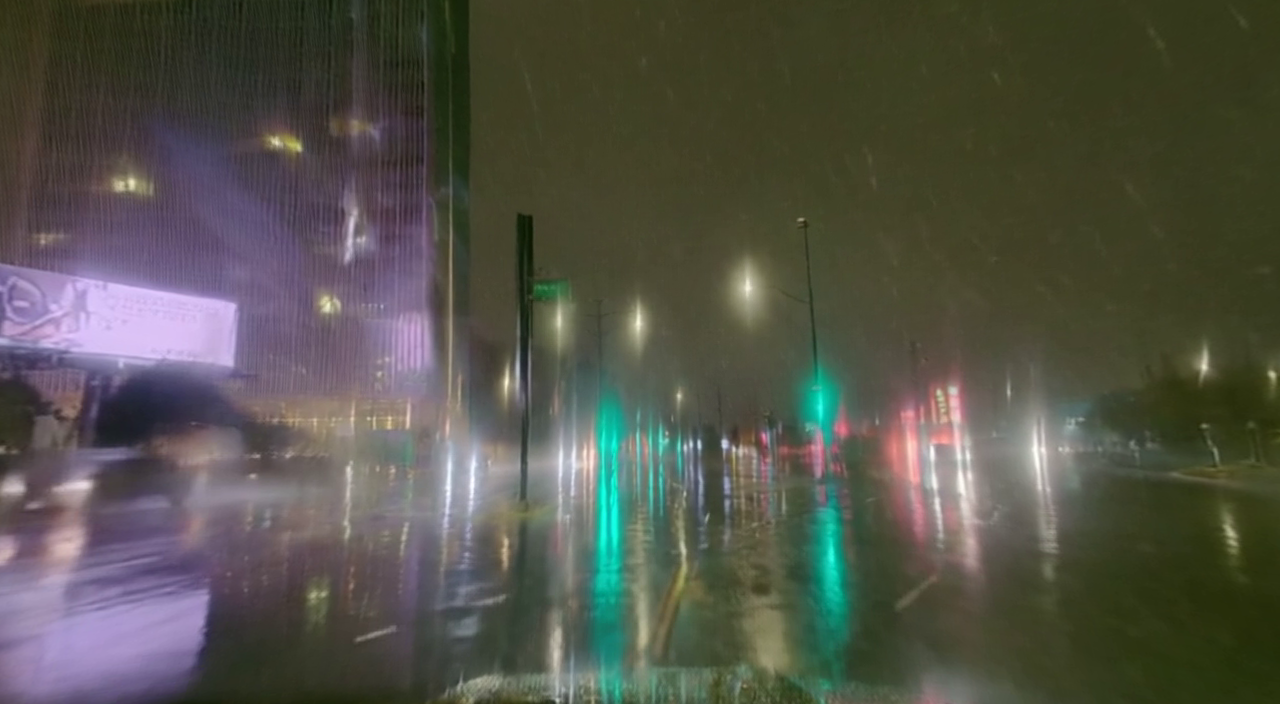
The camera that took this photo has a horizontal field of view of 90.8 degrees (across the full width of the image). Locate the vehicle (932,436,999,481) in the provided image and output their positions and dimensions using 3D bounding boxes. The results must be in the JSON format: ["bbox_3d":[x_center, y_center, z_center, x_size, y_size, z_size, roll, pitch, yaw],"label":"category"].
[{"bbox_3d":[15.084,4.856,29.119,2.232,1.814,5.285,-5,-10,31],"label":"vehicle"}]

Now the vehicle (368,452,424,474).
[{"bbox_3d":[-18.411,8.345,47.890,2.448,1.407,4.308,2,-8,1],"label":"vehicle"}]

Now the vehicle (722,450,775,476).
[{"bbox_3d":[6.763,6.992,39.914,2.675,1.452,4.213,-1,-8,1],"label":"vehicle"}]

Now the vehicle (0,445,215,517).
[{"bbox_3d":[-14.557,3.435,17.476,2.161,1.681,4.743,0,-9,1],"label":"vehicle"}]

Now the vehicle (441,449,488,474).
[{"bbox_3d":[-13.082,8.179,47.443,1.979,1.727,4.489,-1,-9,4],"label":"vehicle"}]

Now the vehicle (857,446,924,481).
[{"bbox_3d":[11.929,5.214,29.910,2.023,1.527,5.016,-5,-10,31],"label":"vehicle"}]
